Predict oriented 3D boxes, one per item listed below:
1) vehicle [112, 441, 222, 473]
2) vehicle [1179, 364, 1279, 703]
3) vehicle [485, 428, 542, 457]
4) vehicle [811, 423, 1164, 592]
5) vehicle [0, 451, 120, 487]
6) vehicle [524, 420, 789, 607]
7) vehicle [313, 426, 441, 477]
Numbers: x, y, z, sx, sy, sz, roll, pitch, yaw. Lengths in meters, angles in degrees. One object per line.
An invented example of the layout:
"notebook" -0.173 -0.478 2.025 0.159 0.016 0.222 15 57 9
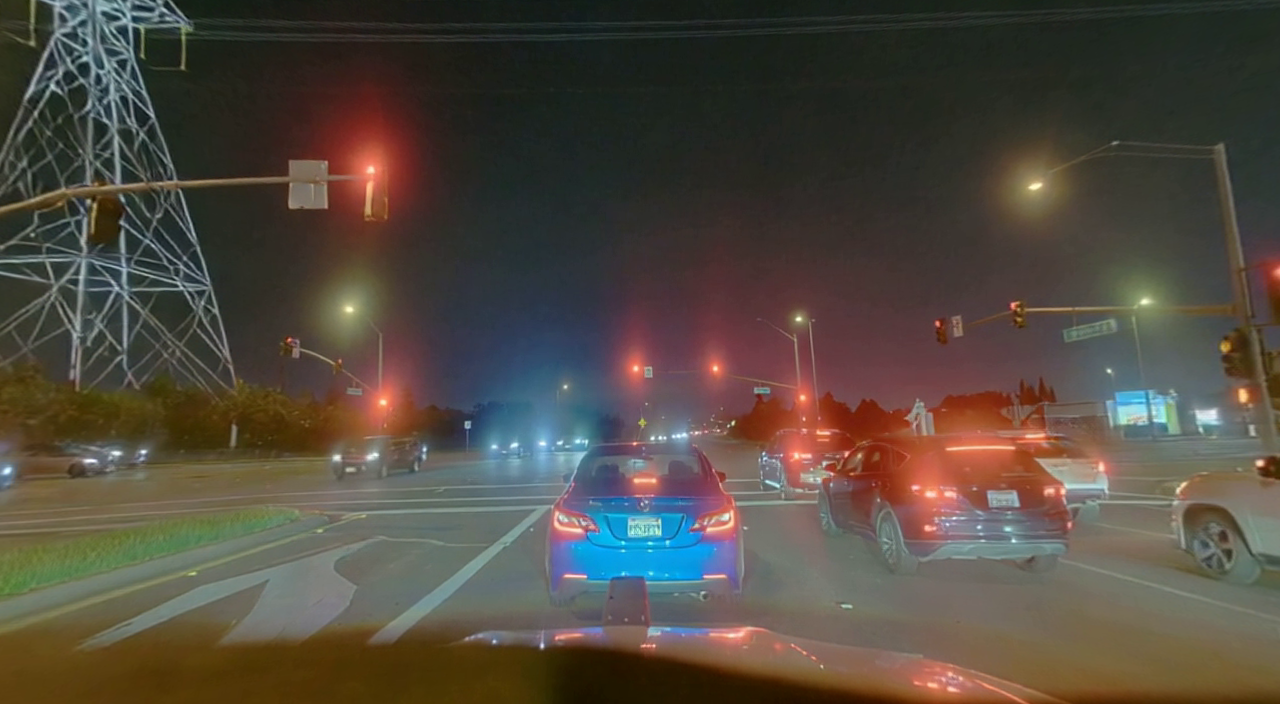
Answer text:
"vehicle" -26.010 5.771 34.808 4.417 1.637 1.956 0 -8 -2
"vehicle" 3.414 0.590 0.631 1.926 1.614 4.330 0 -8 1
"vehicle" -8.463 6.123 42.715 2.161 1.818 5.672 -1 -8 6
"vehicle" 3.659 1.685 7.726 1.835 1.473 4.190 0 -8 -2
"vehicle" -25.910 5.117 27.766 4.263 1.464 1.895 0 -8 -1
"vehicle" 0.118 1.598 7.133 2.117 1.474 4.036 0 -8 0
"vehicle" -9.887 3.826 24.368 2.269 1.716 5.700 -1 -8 3
